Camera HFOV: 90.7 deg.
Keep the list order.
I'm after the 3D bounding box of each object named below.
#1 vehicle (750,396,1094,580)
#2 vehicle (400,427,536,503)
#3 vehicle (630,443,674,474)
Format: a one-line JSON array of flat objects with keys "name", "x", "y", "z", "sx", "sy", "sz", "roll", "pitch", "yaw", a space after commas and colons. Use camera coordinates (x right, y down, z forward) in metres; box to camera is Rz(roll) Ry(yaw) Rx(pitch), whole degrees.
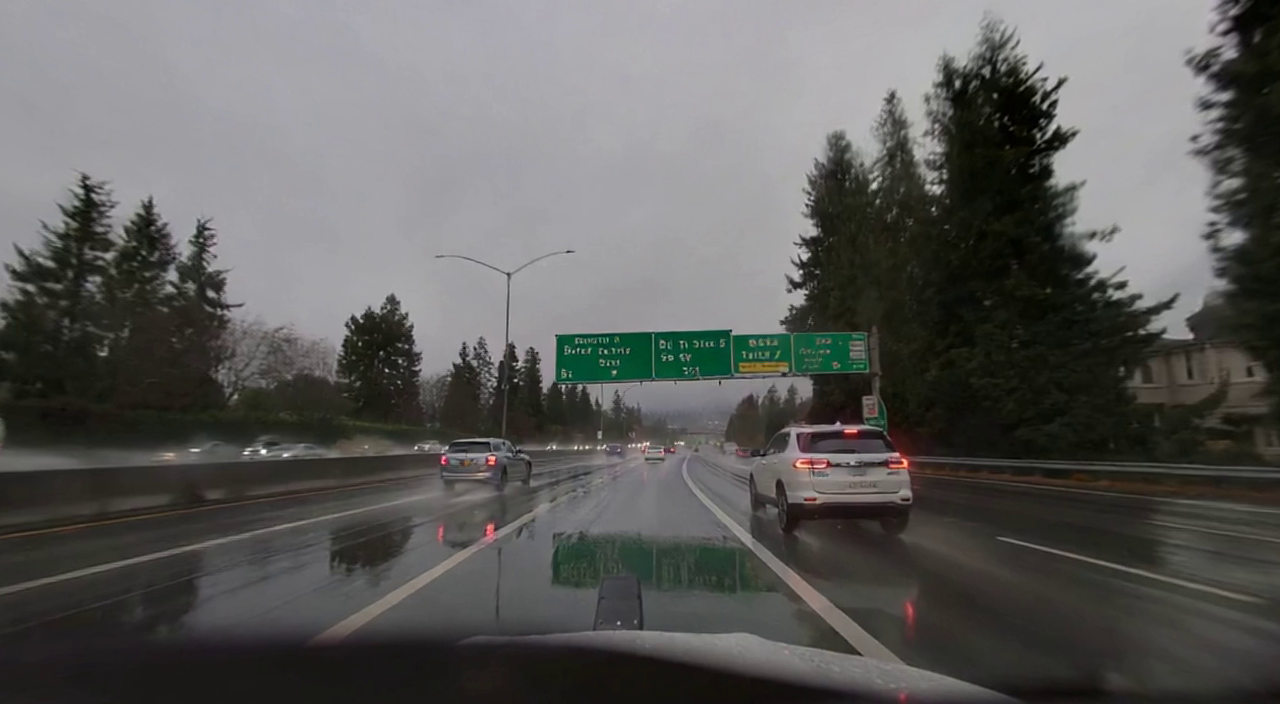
[{"name": "vehicle", "x": 3.319, "y": 1.757, "z": 9.052, "sx": 2.463, "sy": 1.851, "sz": 5.122, "roll": 0, "pitch": -8, "yaw": -1}, {"name": "vehicle", "x": -4.275, "y": 2.884, "z": 16.568, "sx": 2.260, "sy": 1.706, "sz": 4.177, "roll": 0, "pitch": -8, "yaw": 2}, {"name": "vehicle", "x": 0.641, "y": 5.524, "z": 33.115, "sx": 2.146, "sy": 1.485, "sz": 4.332, "roll": 0, "pitch": -8, "yaw": 2}]
